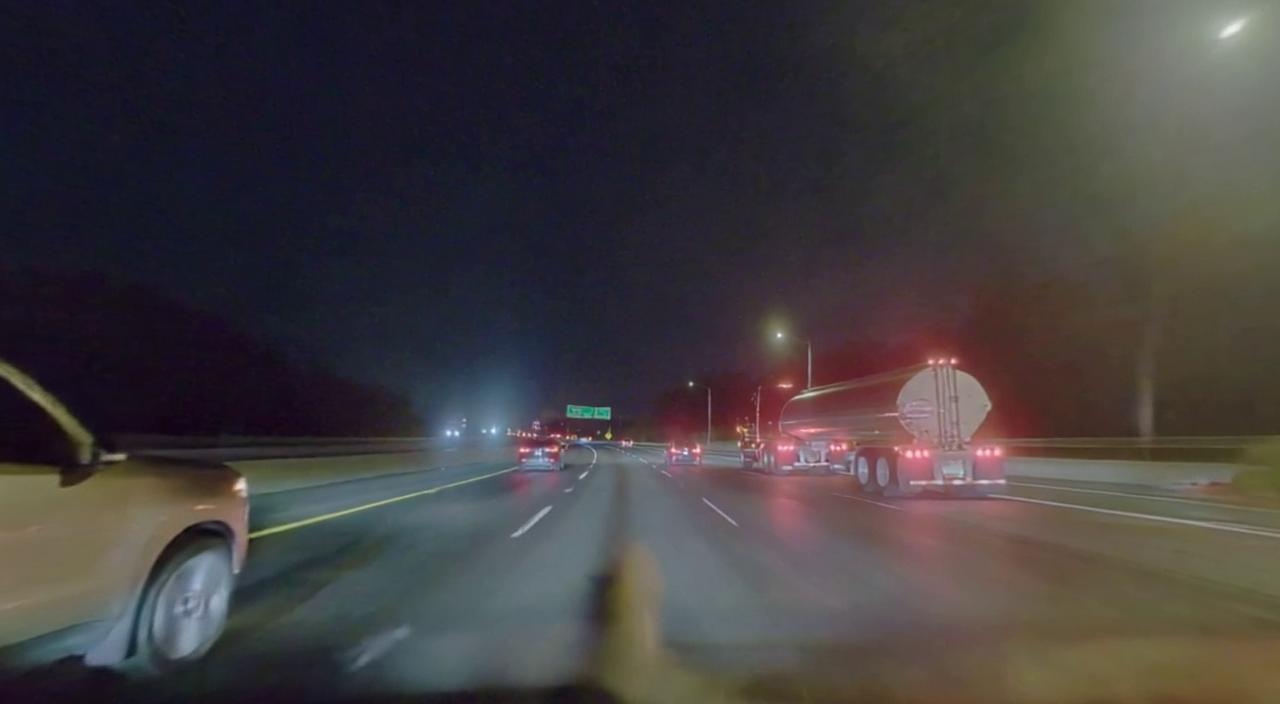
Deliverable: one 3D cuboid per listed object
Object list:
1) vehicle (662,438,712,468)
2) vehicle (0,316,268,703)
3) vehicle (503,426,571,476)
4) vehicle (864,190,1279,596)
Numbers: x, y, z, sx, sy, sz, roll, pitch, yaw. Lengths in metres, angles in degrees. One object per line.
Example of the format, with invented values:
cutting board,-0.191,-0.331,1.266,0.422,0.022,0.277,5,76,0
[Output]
vehicle,2.465,5.416,34.131,2.053,1.510,4.400,0,-8,-4
vehicle,-4.371,0.633,2.087,2.684,1.839,5.803,0,-8,1
vehicle,-4.115,4.053,26.025,2.149,1.843,4.348,0,-8,-1
vehicle,7.410,1.054,10.477,3.554,3.573,10.307,0,-8,0
